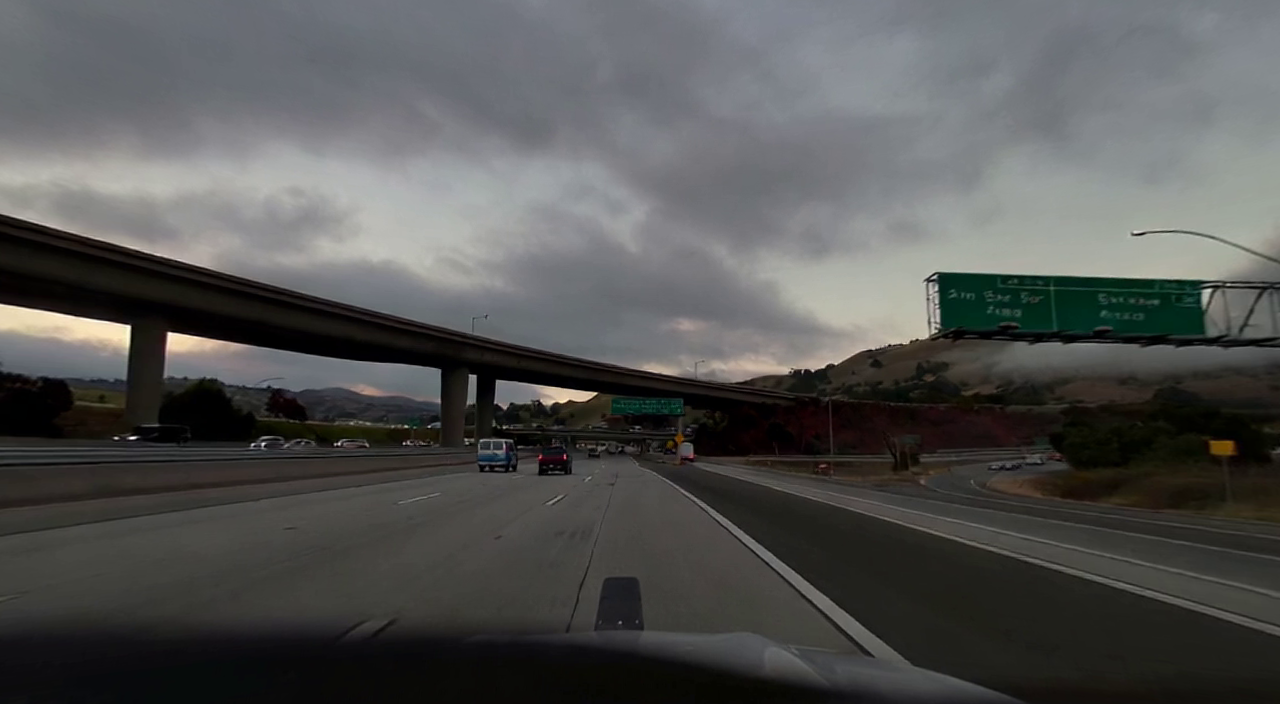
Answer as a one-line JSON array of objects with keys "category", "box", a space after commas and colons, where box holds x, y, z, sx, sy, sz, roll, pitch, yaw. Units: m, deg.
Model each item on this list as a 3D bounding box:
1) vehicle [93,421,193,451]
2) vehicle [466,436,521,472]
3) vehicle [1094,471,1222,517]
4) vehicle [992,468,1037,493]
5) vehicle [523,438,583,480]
[{"category": "vehicle", "box": [-34.676, 5.953, 44.237, 2.229, 1.985, 5.898, 0, -8, 0]}, {"category": "vehicle", "box": [-8.515, 5.967, 37.077, 2.132, 1.984, 4.639, 0, -8, -1]}, {"category": "vehicle", "box": [21.774, 5.957, 26.785, 2.103, 1.523, 4.653, -1, -9, 10]}, {"category": "vehicle", "box": [27.529, 9.406, 46.363, 1.944, 1.528, 4.123, -3, -9, 19]}, {"category": "vehicle", "box": [-4.022, 5.046, 30.010, 2.144, 1.847, 4.850, 0, -8, 0]}]
